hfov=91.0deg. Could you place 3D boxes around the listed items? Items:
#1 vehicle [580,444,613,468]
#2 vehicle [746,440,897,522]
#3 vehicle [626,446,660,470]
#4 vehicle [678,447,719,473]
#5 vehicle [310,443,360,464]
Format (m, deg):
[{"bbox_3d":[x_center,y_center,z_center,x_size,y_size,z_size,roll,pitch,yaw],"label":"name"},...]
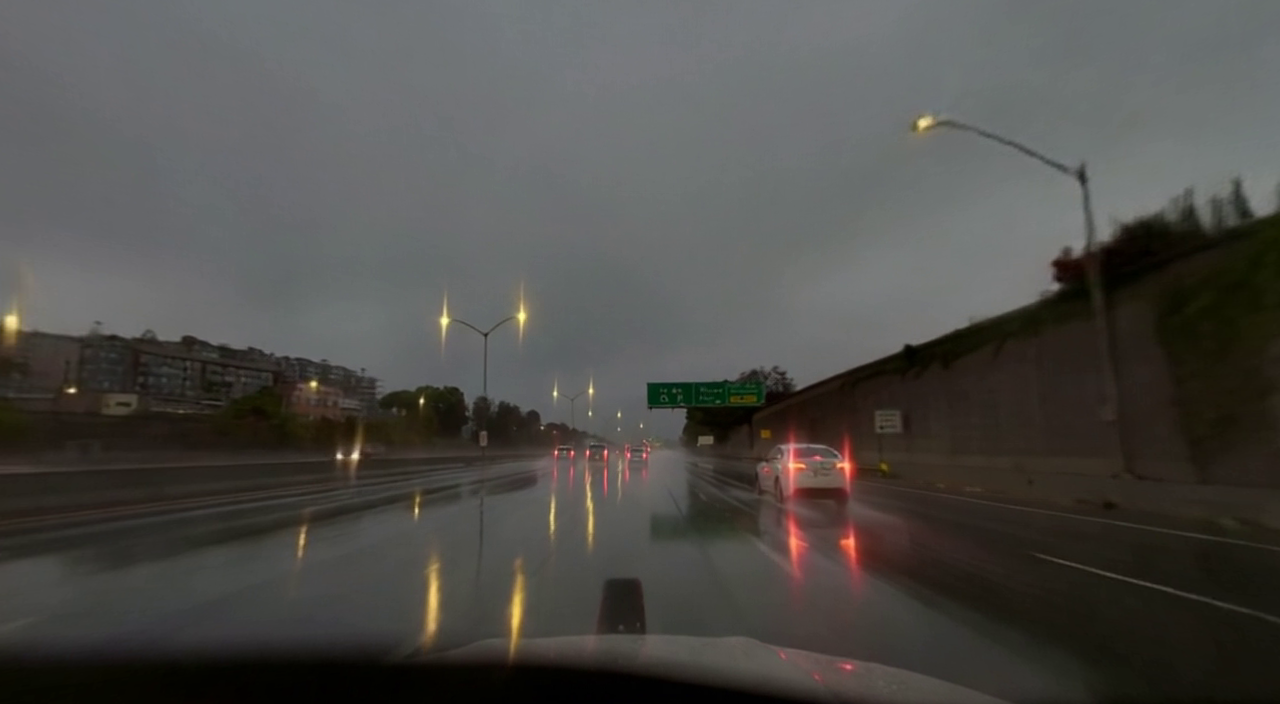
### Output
[{"bbox_3d":[-3.203,7.731,47.096,2.091,1.664,4.157,0,-9,1],"label":"vehicle"},{"bbox_3d":[3.816,2.779,14.205,2.077,1.527,4.553,0,-9,0],"label":"vehicle"},{"bbox_3d":[0.182,7.070,42.176,2.166,1.496,4.158,0,-9,0],"label":"vehicle"},{"bbox_3d":[3.515,6.549,38.439,2.036,1.517,4.256,0,-9,-1],"label":"vehicle"},{"bbox_3d":[-22.999,7.669,47.608,1.734,1.524,3.833,0,-9,2],"label":"vehicle"}]
